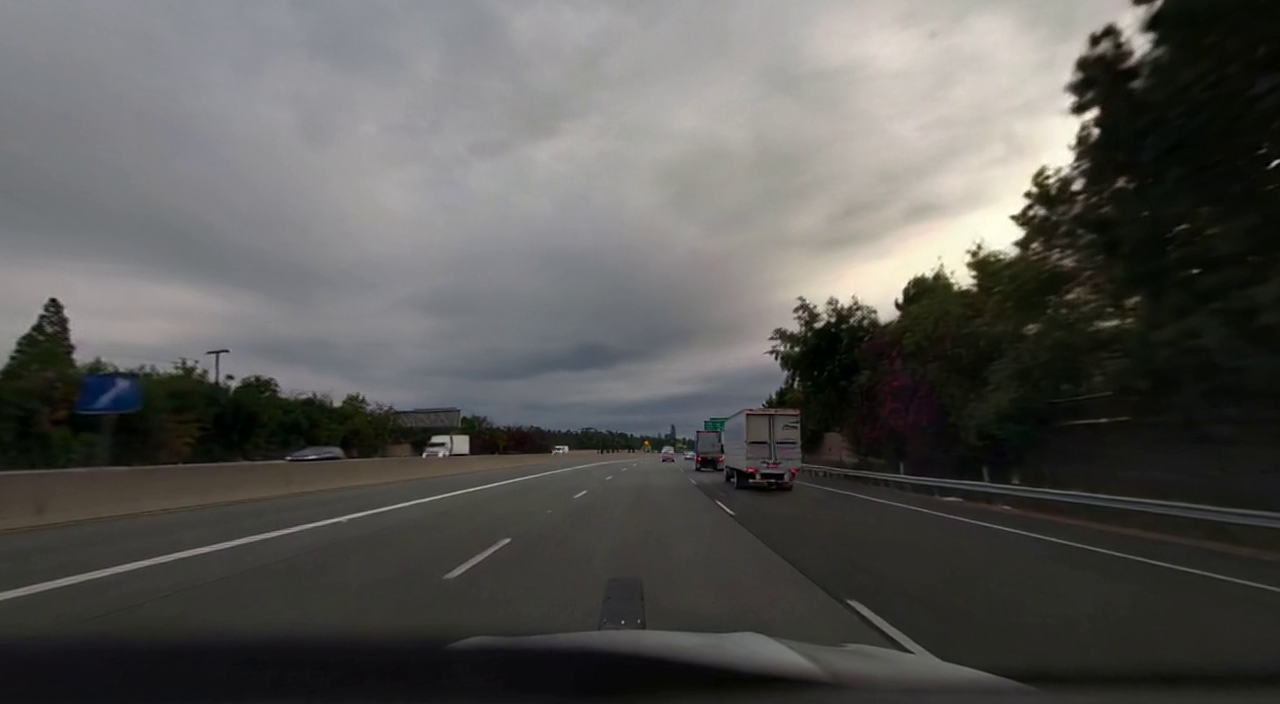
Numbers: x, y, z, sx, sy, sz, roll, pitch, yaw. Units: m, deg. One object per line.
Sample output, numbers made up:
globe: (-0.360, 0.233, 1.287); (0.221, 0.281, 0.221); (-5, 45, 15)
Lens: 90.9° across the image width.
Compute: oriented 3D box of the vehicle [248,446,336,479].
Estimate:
vehicle: (-18.632, 5.912, 34.006); (2.020, 1.650, 4.606); (-1, -9, 2)
